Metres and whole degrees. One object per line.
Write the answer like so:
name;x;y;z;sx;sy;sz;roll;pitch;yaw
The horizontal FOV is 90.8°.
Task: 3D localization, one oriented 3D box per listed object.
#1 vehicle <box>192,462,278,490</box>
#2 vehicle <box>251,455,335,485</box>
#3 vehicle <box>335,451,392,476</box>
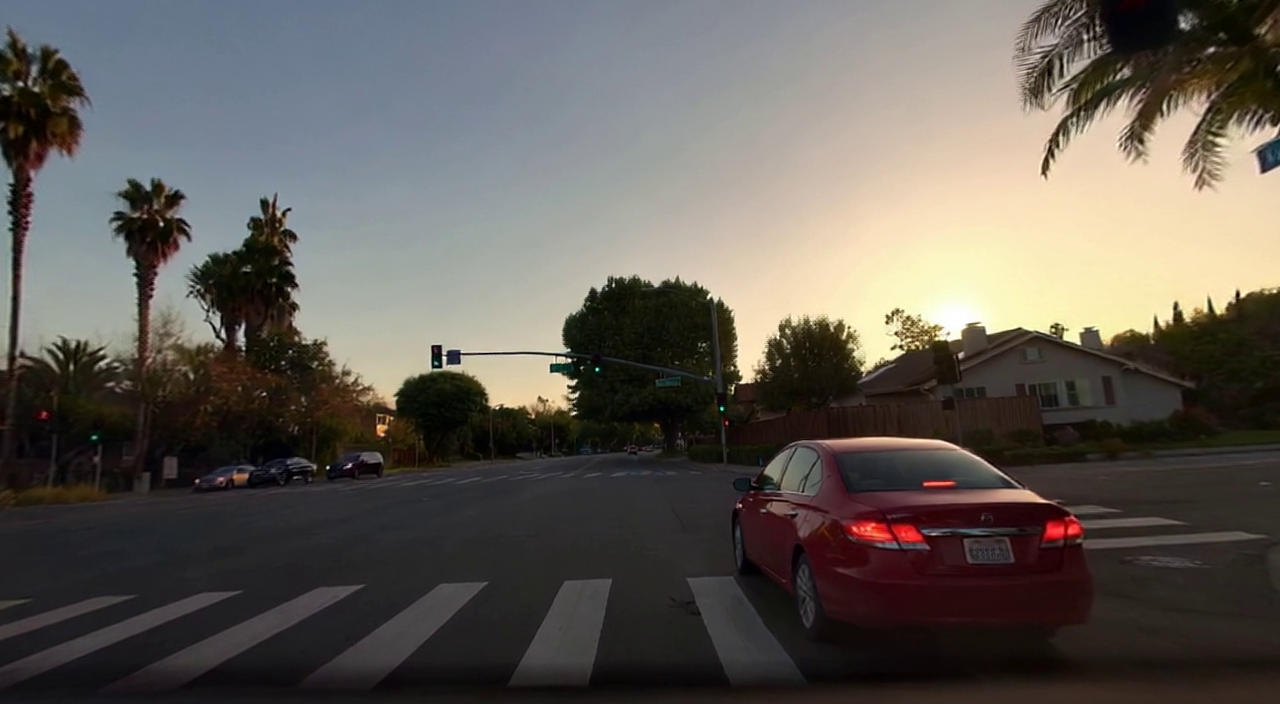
vehicle;-24.097;7.362;37.843;2.019;1.427;4.630;0;-9;1
vehicle;-20.048;6.804;36.768;2.084;1.528;4.778;-1;-9;2
vehicle;-19.893;7.996;45.628;1.929;1.644;4.763;0;-9;1
